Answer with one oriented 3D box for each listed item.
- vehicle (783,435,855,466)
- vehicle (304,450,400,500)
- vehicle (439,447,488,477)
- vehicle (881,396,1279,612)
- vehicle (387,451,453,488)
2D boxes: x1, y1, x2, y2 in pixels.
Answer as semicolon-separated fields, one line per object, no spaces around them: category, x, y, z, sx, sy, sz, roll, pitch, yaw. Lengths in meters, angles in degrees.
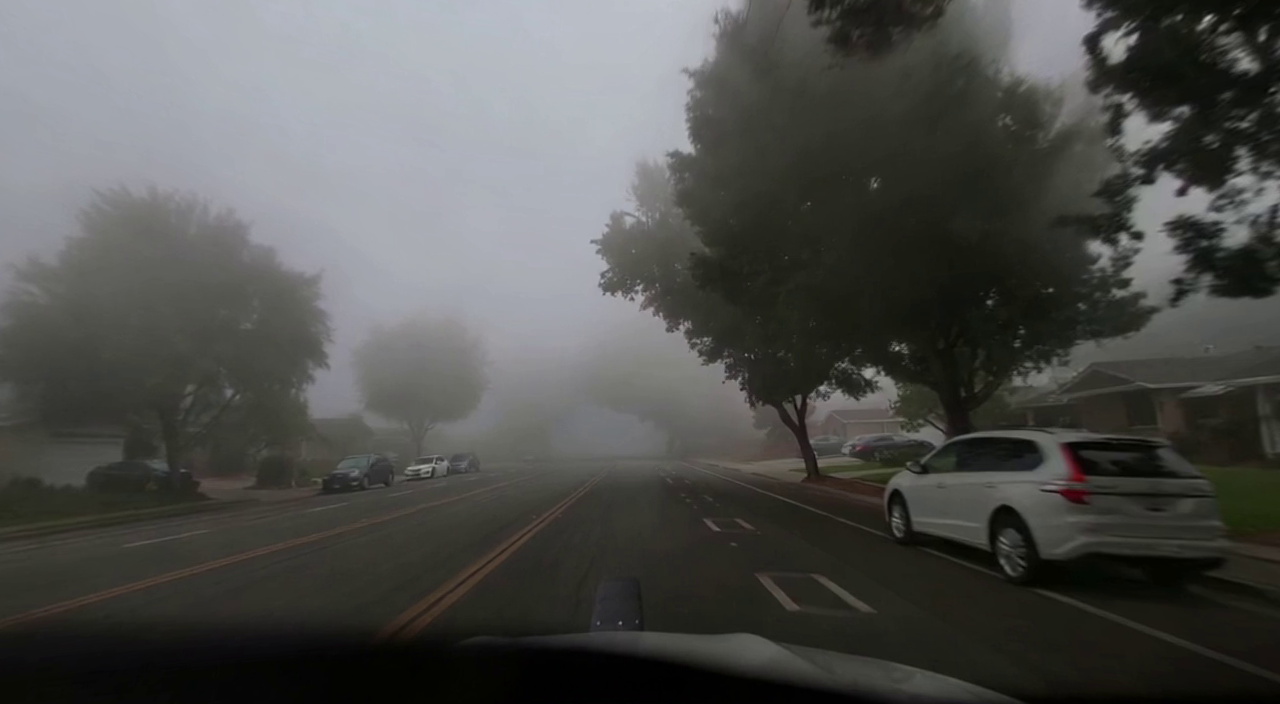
vehicle;12.073;6.648;42.817;4.194;1.850;1.951;-2;-7;-4
vehicle;-12.258;5.210;27.311;1.962;1.735;4.927;-2;-7;-1
vehicle;-12.399;7.736;44.703;2.105;1.930;4.541;0;-8;0
vehicle;4.914;1.651;7.809;2.058;1.867;4.448;0;-8;0
vehicle;-12.212;6.528;35.436;2.007;1.663;5.077;-2;-7;-1
